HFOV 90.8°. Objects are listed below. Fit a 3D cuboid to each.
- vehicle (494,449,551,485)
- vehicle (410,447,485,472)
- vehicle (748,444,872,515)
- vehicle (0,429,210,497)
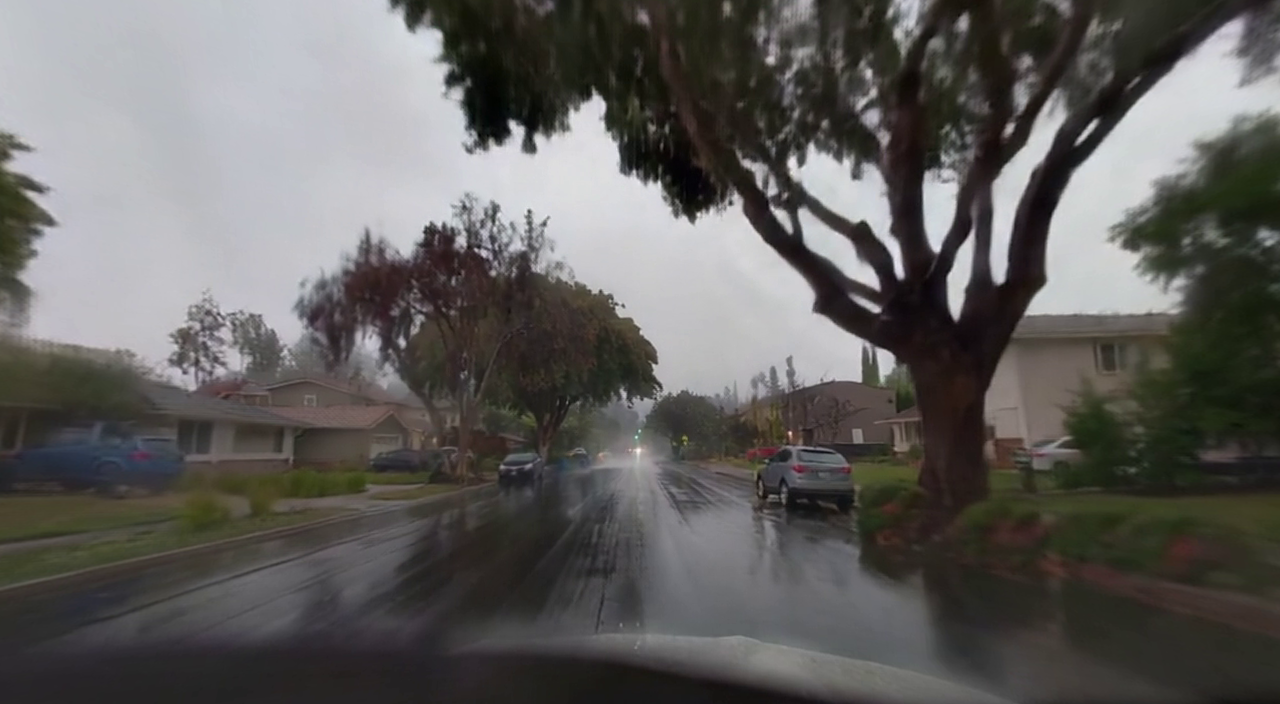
[{"bbox_3d":[-5.793,5.704,31.637,1.944,1.621,4.187,-1,-9,1],"label":"vehicle"},{"bbox_3d":[-12.329,6.920,40.669,4.135,1.567,1.944,0,-9,2],"label":"vehicle"},{"bbox_3d":[4.211,3.208,16.484,1.996,1.585,4.371,0,-9,0],"label":"vehicle"},{"bbox_3d":[-15.112,3.077,17.679,4.530,1.777,2.107,0,-9,-2],"label":"vehicle"}]
